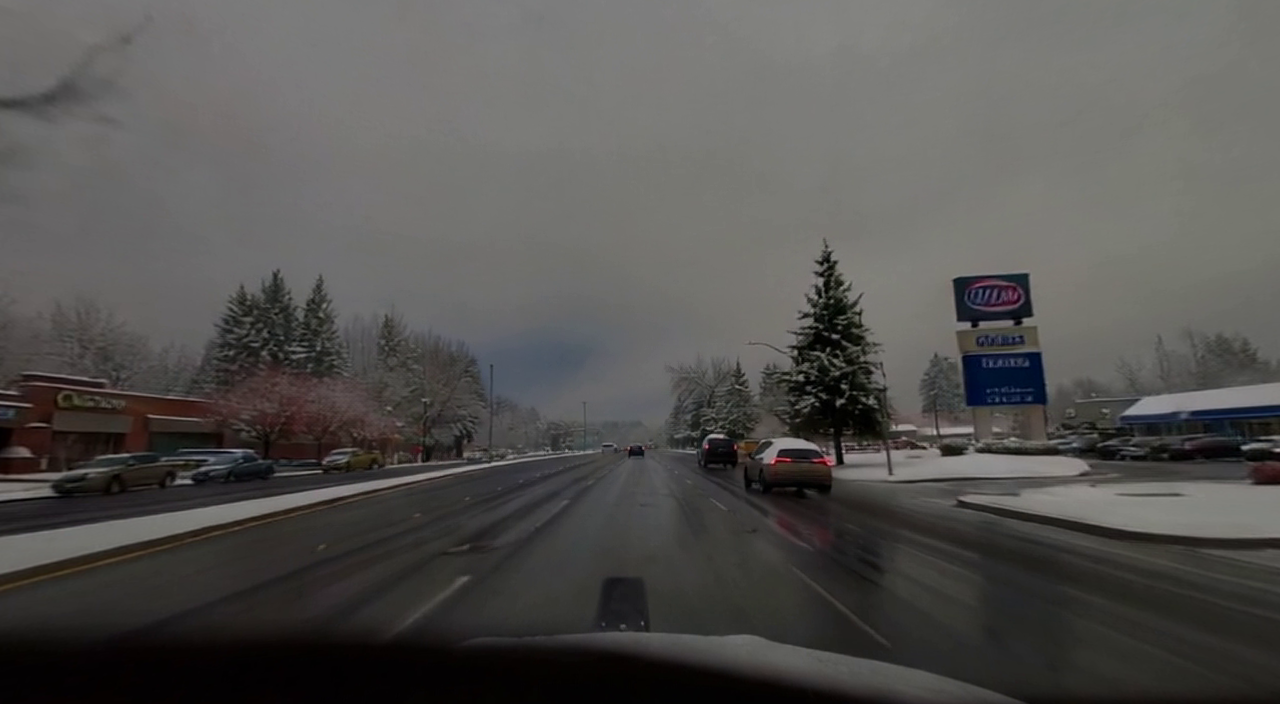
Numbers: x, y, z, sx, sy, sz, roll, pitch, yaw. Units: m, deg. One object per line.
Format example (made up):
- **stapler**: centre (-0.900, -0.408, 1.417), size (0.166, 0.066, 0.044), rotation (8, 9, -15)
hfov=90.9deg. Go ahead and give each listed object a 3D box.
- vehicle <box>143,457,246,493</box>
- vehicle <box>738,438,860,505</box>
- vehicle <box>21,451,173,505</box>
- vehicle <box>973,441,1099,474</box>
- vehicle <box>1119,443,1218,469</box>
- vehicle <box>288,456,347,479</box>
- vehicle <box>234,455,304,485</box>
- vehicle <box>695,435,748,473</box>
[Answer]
- **vehicle**: centre (-22.700, 6.243, 32.410), size (1.833, 1.534, 4.821), rotation (-1, -8, -1)
- **vehicle**: centre (3.892, 2.989, 16.257), size (1.916, 1.459, 4.335), rotation (0, -8, -2)
- **vehicle**: centre (-22.422, 5.161, 26.397), size (2.058, 1.837, 4.990), rotation (-3, -8, -2)
- **vehicle**: centre (18.378, 4.904, 29.424), size (4.502, 1.459, 2.082), rotation (0, -8, -2)
- **vehicle**: centre (31.627, 6.235, 37.794), size (4.343, 1.469, 1.877), rotation (1, -9, -3)
- **vehicle**: centre (-22.780, 8.156, 44.730), size (1.804, 1.460, 4.515), rotation (0, -8, 1)
- **vehicle**: centre (-22.790, 7.236, 38.913), size (1.822, 1.551, 4.295), rotation (-3, -8, 0)
- **vehicle**: centre (4.404, 5.588, 34.798), size (2.140, 1.921, 4.431), rotation (0, -8, -2)
